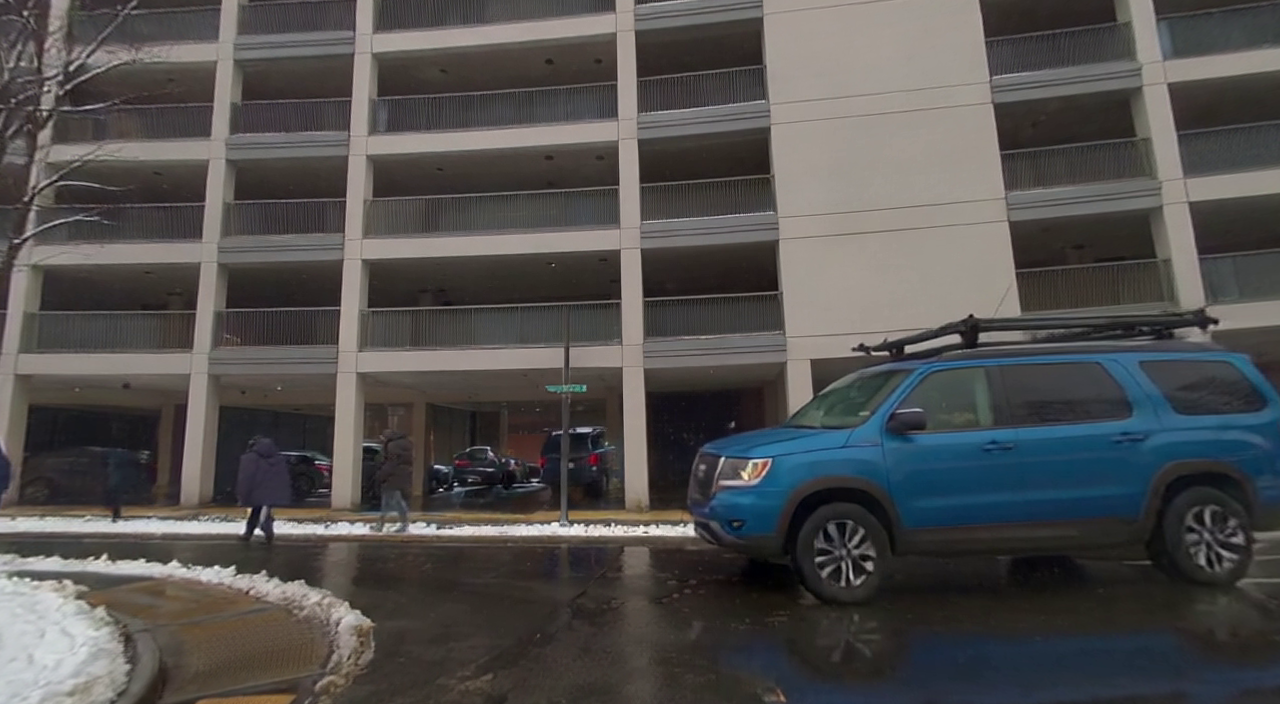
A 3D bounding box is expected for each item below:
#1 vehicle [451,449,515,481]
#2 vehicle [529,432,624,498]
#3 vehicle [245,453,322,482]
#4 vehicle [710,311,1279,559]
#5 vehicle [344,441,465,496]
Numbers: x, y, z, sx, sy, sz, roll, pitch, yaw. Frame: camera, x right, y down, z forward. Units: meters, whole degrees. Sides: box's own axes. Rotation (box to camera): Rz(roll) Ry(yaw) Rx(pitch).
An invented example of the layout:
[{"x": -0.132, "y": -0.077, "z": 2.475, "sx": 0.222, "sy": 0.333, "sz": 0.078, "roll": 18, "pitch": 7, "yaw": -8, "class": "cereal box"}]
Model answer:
[{"x": -7.892, "y": 5.707, "z": 32.182, "sx": 2.164, "sy": 1.494, "sz": 4.235, "roll": 0, "pitch": -8, "yaw": 0, "class": "vehicle"}, {"x": -1.748, "y": 3.324, "z": 18.879, "sx": 2.144, "sy": 1.733, "sz": 4.115, "roll": -1, "pitch": -8, "yaw": 4, "class": "vehicle"}, {"x": -19.432, "y": 6.293, "z": 34.510, "sx": 3.467, "sy": 1.456, "sz": 1.649, "roll": 4, "pitch": -9, "yaw": -24, "class": "vehicle"}, {"x": 4.532, "y": 1.092, "z": 8.361, "sx": 6.932, "sy": 2.753, "sz": 2.446, "roll": 0, "pitch": -8, "yaw": 2, "class": "vehicle"}, {"x": -8.162, "y": 4.074, "z": 22.438, "sx": 2.395, "sy": 1.719, "sz": 4.549, "roll": 0, "pitch": -8, "yaw": 2, "class": "vehicle"}]
